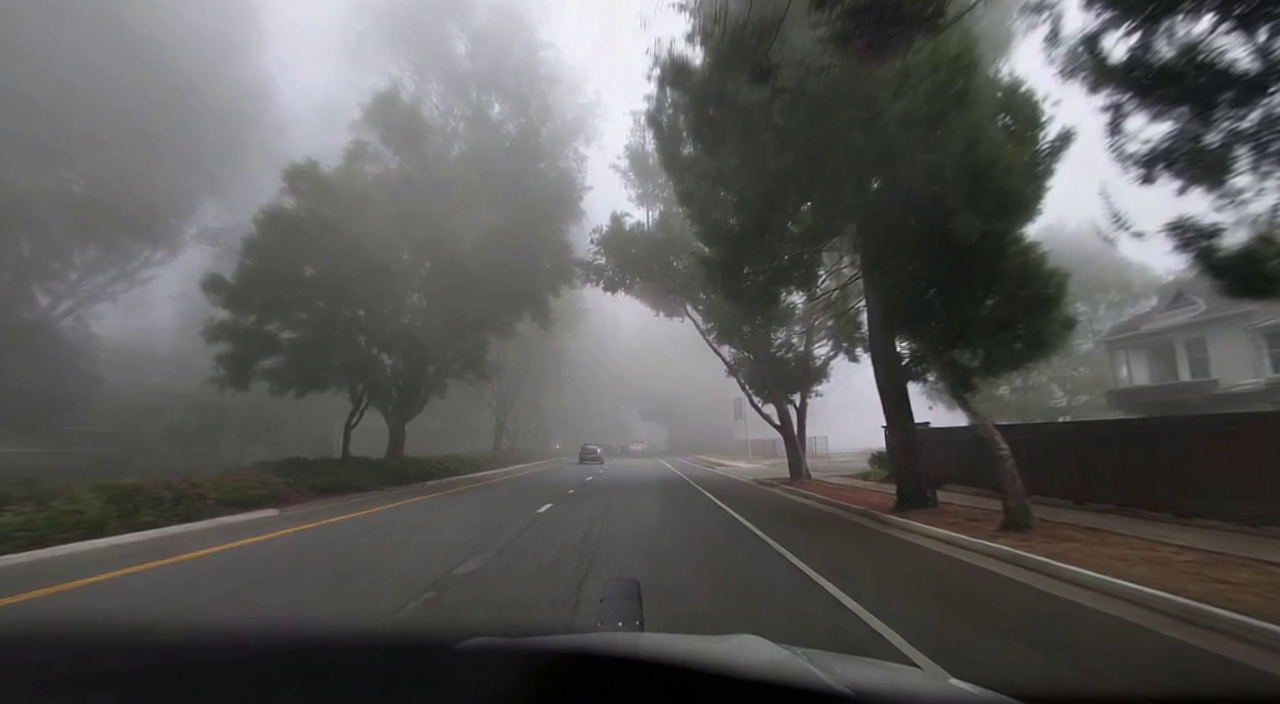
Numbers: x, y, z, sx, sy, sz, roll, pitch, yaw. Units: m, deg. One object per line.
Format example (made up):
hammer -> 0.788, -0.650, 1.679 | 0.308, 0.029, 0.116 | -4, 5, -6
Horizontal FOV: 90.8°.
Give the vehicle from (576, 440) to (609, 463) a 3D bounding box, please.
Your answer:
vehicle -> -3.567, 7.542, 47.999 | 2.221, 1.707, 4.243 | 0, -8, 0
